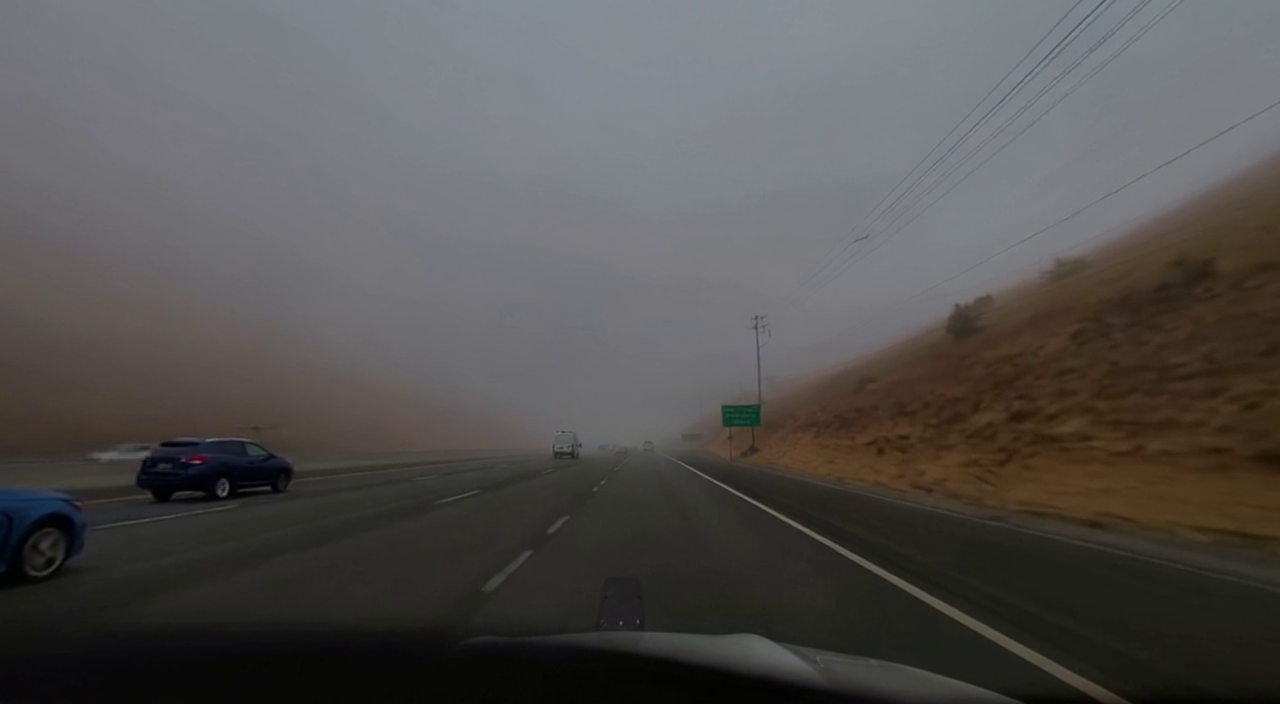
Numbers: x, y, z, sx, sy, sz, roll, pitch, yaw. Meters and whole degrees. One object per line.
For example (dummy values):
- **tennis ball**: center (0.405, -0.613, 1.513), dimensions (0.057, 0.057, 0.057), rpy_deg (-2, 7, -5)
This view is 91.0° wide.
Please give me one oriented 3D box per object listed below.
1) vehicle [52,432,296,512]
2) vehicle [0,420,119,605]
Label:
- **vehicle**: center (-10.642, 2.749, 15.023), dimensions (1.971, 1.558, 4.847), rpy_deg (0, -8, 2)
- **vehicle**: center (-6.184, 1.097, 3.820), dimensions (1.955, 1.469, 4.554), rpy_deg (0, -8, 4)
